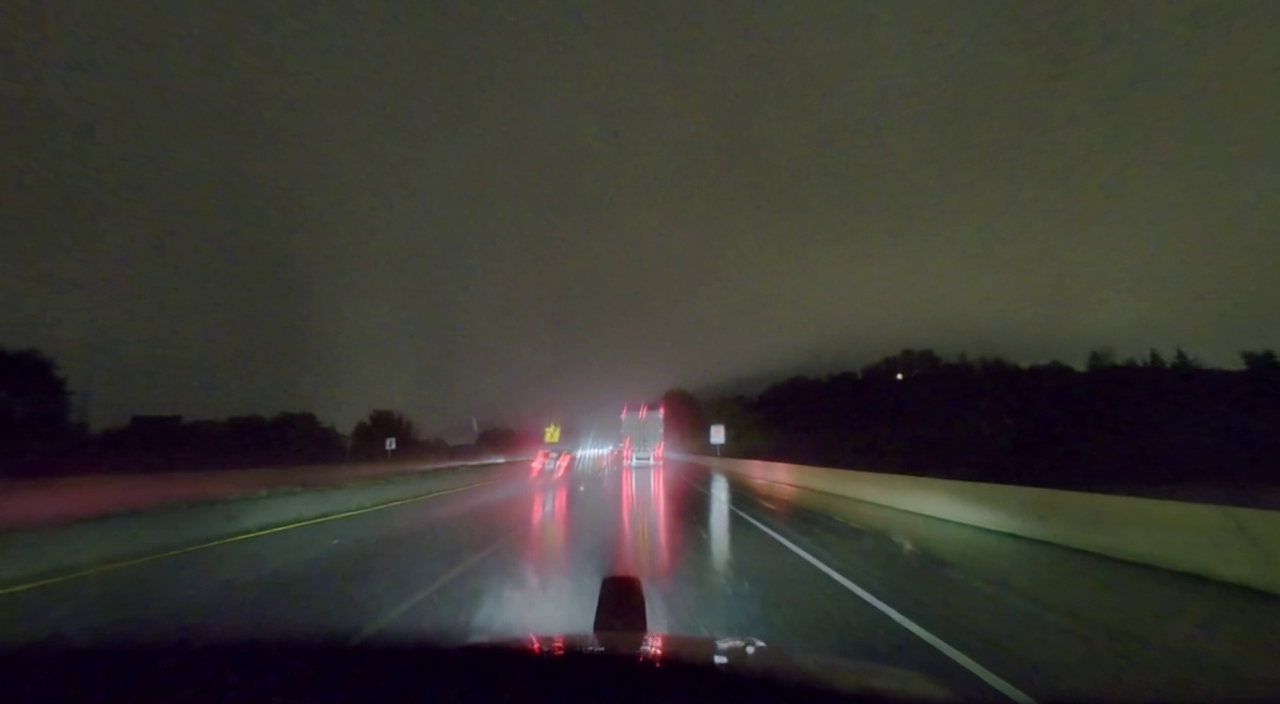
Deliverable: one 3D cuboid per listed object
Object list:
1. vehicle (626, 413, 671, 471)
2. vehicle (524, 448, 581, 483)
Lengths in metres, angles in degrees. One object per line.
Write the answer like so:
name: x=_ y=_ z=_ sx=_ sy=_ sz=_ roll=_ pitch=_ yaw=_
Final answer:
vehicle: x=0.456 y=6.774 z=47.167 sx=2.864 sy=3.805 sz=9.500 roll=0 pitch=-9 yaw=-2
vehicle: x=-4.043 y=5.310 z=29.908 sx=2.053 sy=1.523 sz=4.450 roll=0 pitch=-9 yaw=1
